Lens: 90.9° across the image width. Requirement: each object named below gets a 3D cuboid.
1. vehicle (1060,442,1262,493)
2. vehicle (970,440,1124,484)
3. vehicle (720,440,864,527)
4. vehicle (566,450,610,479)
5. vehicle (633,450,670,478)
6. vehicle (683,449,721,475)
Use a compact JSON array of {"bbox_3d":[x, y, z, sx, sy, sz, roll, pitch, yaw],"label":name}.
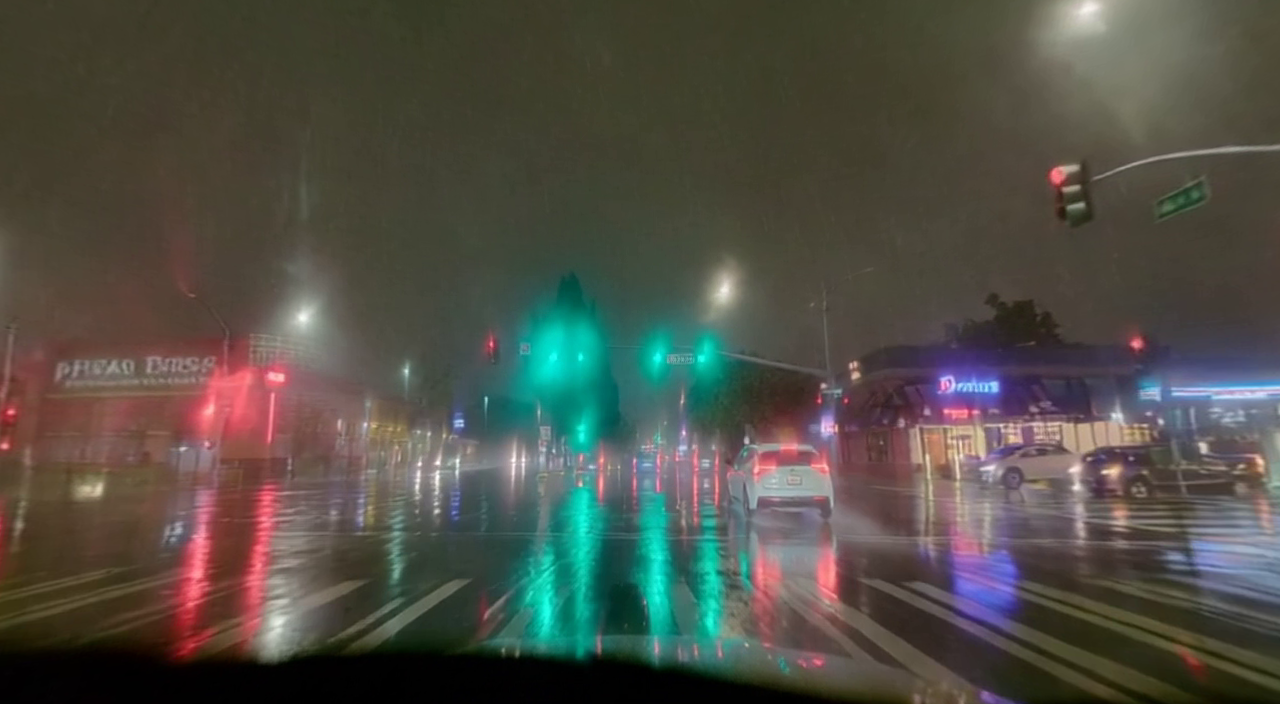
[{"bbox_3d":[15.652,3.456,19.098,4.481,1.427,1.830,0,-8,-1],"label":"vehicle"},{"bbox_3d":[16.422,4.434,25.641,4.637,1.654,2.277,0,-8,-1],"label":"vehicle"},{"bbox_3d":[2.938,2.623,13.199,1.946,1.513,4.133,0,-8,0],"label":"vehicle"},{"bbox_3d":[-2.790,6.142,34.689,2.040,1.471,4.211,0,-8,1],"label":"vehicle"},{"bbox_3d":[0.612,6.524,36.997,2.070,1.460,4.118,0,-8,0],"label":"vehicle"},{"bbox_3d":[3.919,7.034,40.481,1.931,1.552,4.125,0,-8,0],"label":"vehicle"}]
